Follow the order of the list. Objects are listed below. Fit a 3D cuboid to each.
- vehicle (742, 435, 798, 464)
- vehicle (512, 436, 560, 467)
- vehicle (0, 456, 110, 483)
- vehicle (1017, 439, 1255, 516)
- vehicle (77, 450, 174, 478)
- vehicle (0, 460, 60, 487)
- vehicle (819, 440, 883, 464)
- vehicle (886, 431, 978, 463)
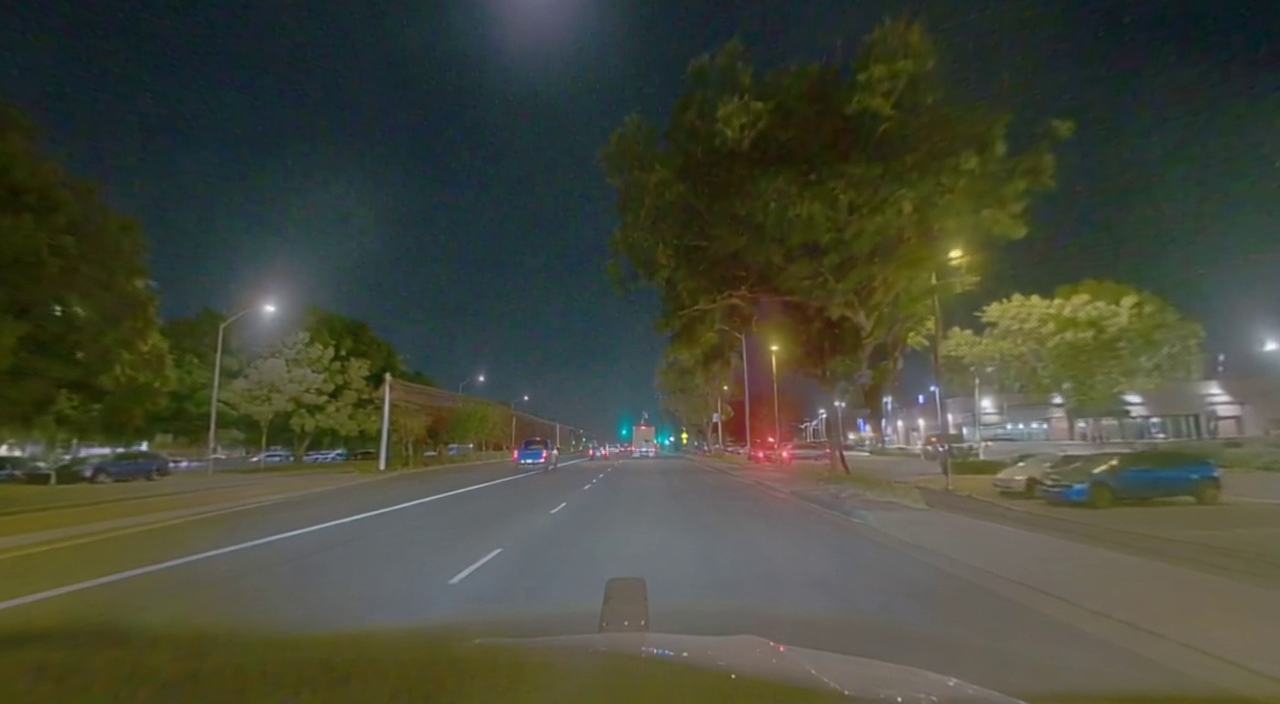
[{"bbox_3d":[8.407,6.349,41.190,2.057,1.750,4.679,1,-9,-9],"label":"vehicle"},{"bbox_3d":[-6.690,6.466,41.182,2.149,1.893,5.187,0,-8,2],"label":"vehicle"},{"bbox_3d":[-33.558,6.716,36.125,4.607,1.474,1.960,0,-8,1],"label":"vehicle"},{"bbox_3d":[13.859,3.504,17.900,4.812,1.825,2.073,-3,-9,2],"label":"vehicle"},{"bbox_3d":[-34.025,7.377,41.780,4.555,1.761,2.039,0,-8,0],"label":"vehicle"},{"bbox_3d":[-33.911,6.490,33.743,3.913,1.329,1.824,0,-8,1],"label":"vehicle"},{"bbox_3d":[13.672,6.503,41.117,1.944,1.476,4.483,1,-9,-11],"label":"vehicle"},{"bbox_3d":[18.762,6.168,40.909,2.211,1.880,5.847,2,-9,-12],"label":"vehicle"}]
